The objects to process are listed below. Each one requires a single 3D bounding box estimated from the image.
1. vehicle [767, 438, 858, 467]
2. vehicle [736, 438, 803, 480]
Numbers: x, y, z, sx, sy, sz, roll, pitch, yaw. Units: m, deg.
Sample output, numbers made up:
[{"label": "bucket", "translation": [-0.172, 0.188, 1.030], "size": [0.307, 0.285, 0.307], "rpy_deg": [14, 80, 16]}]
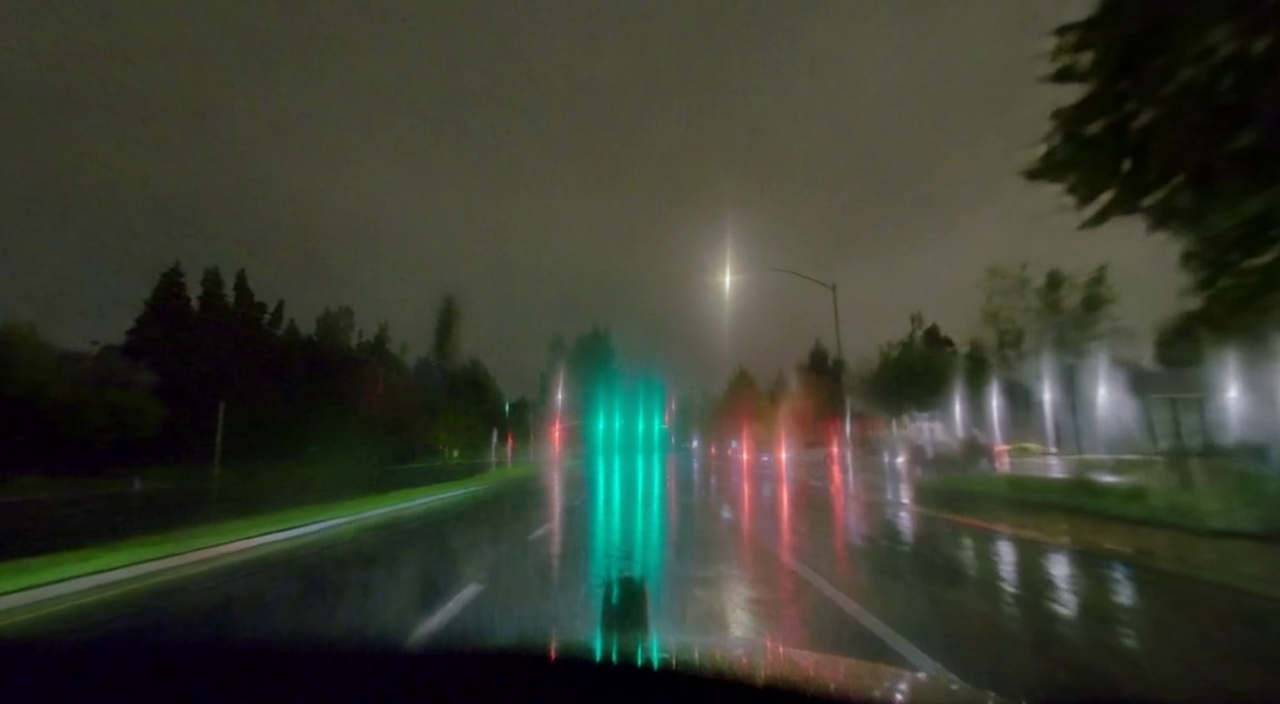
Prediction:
[{"label": "vehicle", "translation": [10.361, 6.106, 38.158], "size": [4.879, 1.701, 2.095], "rpy_deg": [0, -10, 3]}, {"label": "vehicle", "translation": [5.667, 4.744, 28.243], "size": [2.057, 1.688, 4.596], "rpy_deg": [0, -8, 0]}]
